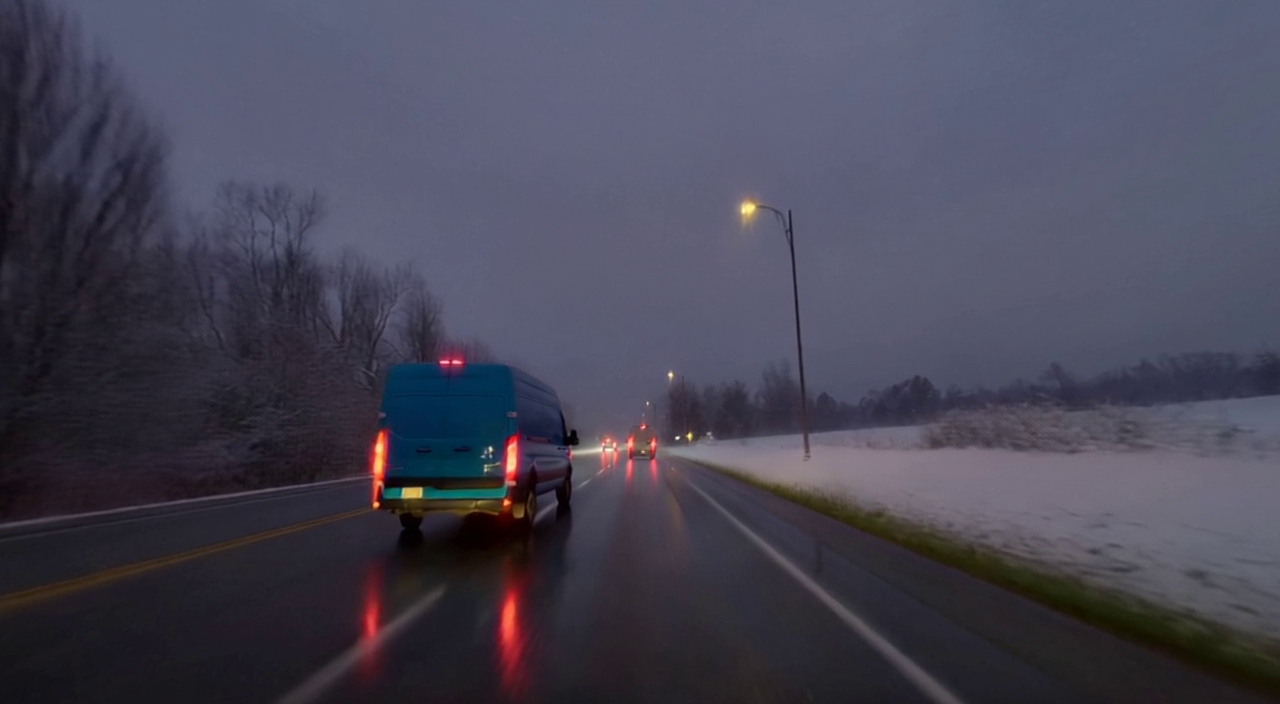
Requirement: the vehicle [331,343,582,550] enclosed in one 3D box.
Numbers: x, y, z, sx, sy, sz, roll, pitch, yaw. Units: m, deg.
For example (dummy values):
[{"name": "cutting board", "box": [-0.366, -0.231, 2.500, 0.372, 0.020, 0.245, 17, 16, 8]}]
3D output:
[{"name": "vehicle", "box": [-2.615, 1.616, 11.089, 2.497, 2.628, 6.016, 0, -8, 1]}]
